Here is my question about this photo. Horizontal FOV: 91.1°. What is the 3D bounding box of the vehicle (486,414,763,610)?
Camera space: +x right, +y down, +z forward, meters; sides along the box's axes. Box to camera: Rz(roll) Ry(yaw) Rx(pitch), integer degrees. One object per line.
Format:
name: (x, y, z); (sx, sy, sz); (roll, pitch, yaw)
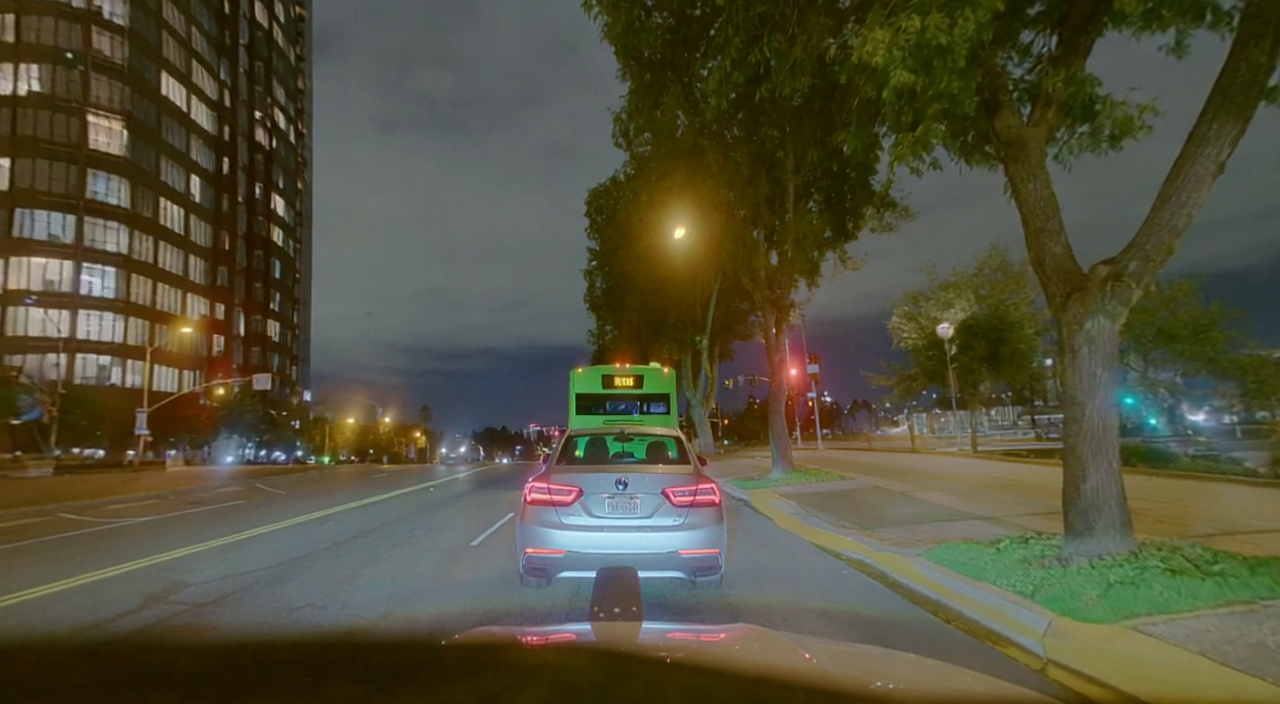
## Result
vehicle: (-0.155, 1.461, 6.737); (2.064, 1.452, 3.942); (0, -8, -1)
